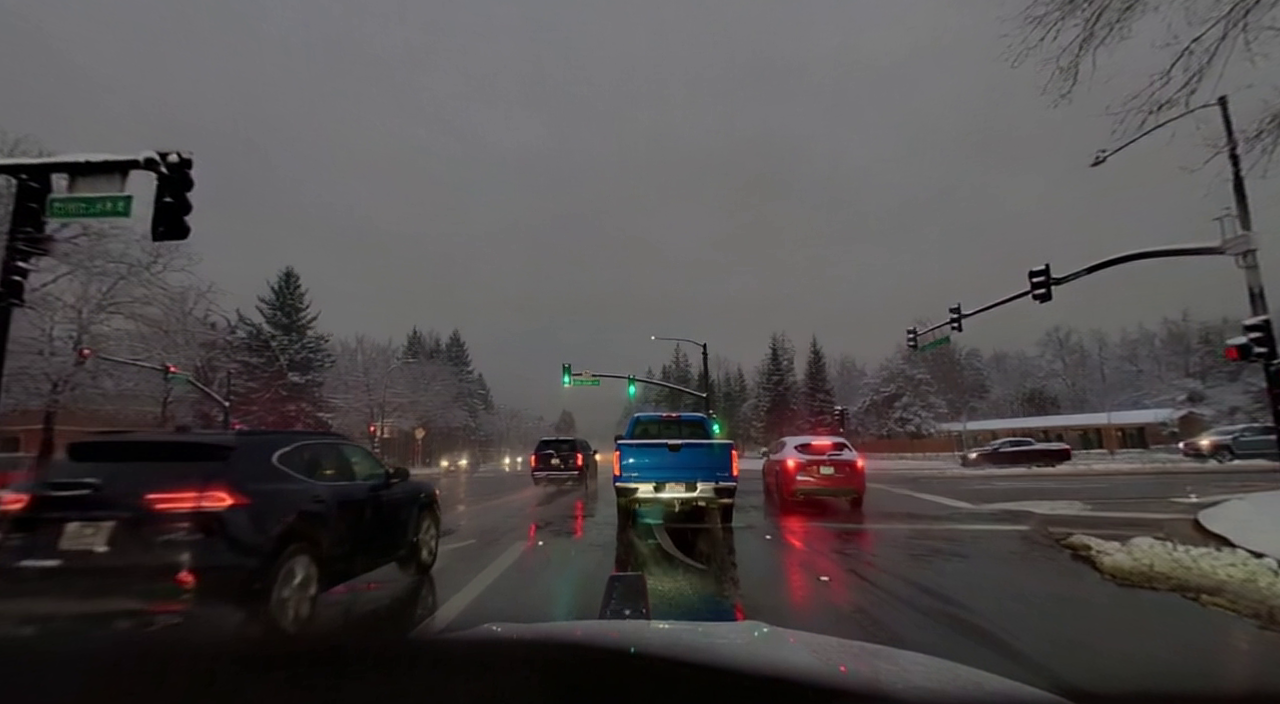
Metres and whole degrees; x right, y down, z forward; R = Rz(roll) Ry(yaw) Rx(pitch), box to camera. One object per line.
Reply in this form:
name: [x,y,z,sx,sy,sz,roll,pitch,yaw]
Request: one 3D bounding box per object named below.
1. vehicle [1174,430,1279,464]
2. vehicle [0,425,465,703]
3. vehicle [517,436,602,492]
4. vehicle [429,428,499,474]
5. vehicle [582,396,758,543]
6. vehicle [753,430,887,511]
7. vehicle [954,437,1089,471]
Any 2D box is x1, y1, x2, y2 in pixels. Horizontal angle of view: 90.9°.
vehicle: [27.610,4.327,28.782,4.681,1.458,1.908,0,-8,-1]
vehicle: [-3.318,1.487,5.765,1.998,1.481,4.656,0,-8,1]
vehicle: [-2.645,3.837,22.043,2.125,1.739,4.707,0,-8,3]
vehicle: [-13.061,7.416,47.539,2.856,3.139,8.117,0,-8,0]
vehicle: [0.511,2.019,11.461,2.505,2.084,4.768,0,-8,2]
vehicle: [4.129,2.787,15.287,1.984,1.659,4.226,0,-8,0]
vehicle: [16.735,4.491,27.794,4.809,1.458,1.842,1,-8,-3]
